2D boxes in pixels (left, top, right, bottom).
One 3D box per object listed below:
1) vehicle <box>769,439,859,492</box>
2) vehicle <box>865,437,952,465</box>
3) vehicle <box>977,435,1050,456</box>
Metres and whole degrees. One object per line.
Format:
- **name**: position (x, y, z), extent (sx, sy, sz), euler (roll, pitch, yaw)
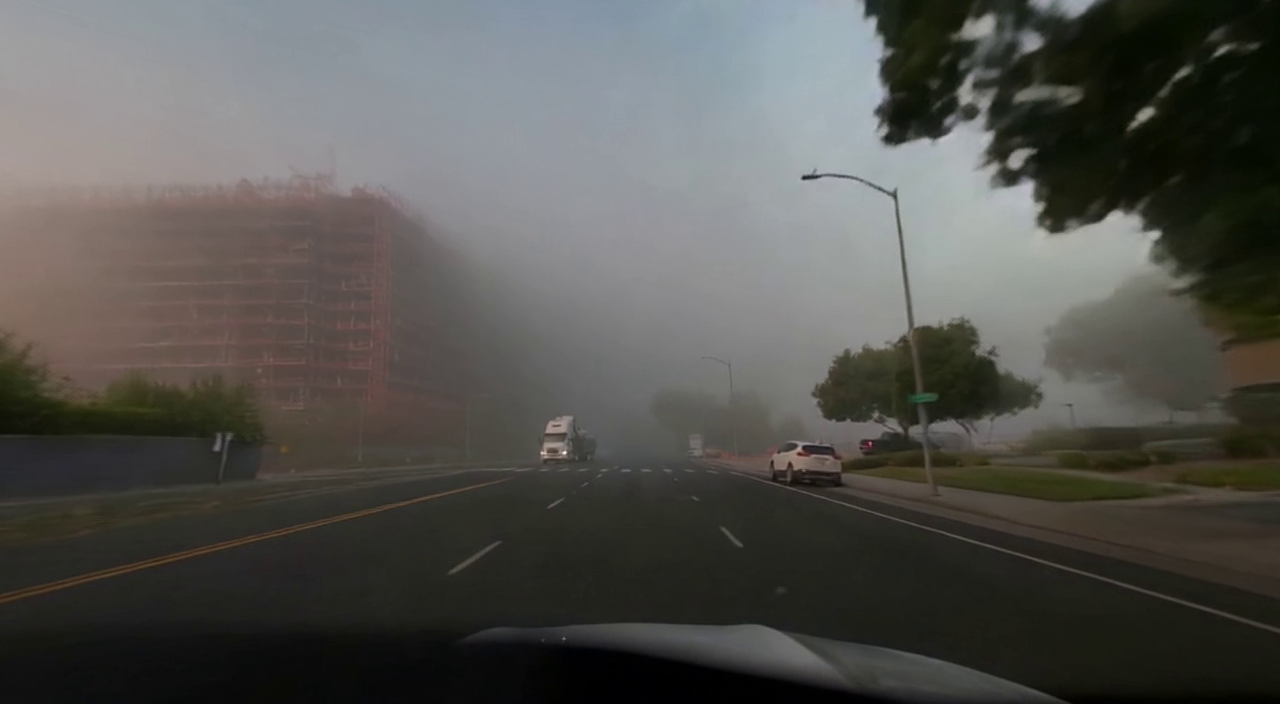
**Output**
- **vehicle**: position (6.781, 4.479, 25.085), extent (2.169, 1.880, 4.849), euler (0, -9, 0)
- **vehicle**: position (16.636, 6.154, 39.072), extent (4.422, 1.677, 2.004), euler (0, -9, -1)
- **vehicle**: position (29.403, 7.346, 49.484), extent (4.455, 1.607, 1.950), euler (0, -7, 3)
